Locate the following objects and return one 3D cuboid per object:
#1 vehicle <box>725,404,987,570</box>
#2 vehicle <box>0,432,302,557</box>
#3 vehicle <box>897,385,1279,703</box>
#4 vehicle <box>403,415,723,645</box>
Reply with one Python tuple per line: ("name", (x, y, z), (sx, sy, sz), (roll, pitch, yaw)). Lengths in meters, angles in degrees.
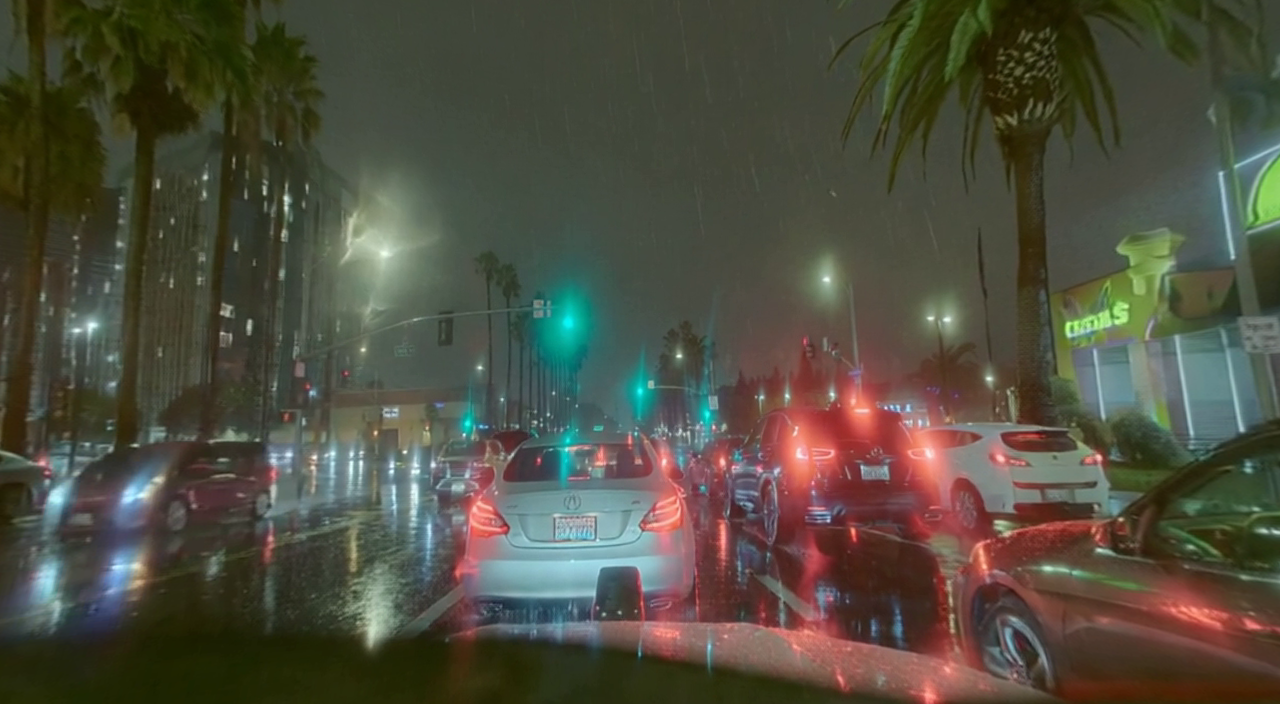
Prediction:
("vehicle", (2.633, 1.785, 9.096), (2.096, 1.775, 4.440), (0, -9, -1))
("vehicle", (-7.362, 2.050, 9.839), (1.945, 1.494, 4.252), (0, -9, -2))
("vehicle", (2.619, 0.817, 1.523), (2.085, 1.469, 4.458), (0, -9, 0))
("vehicle", (-0.525, 1.474, 6.257), (2.096, 1.492, 4.071), (0, -9, -1))
